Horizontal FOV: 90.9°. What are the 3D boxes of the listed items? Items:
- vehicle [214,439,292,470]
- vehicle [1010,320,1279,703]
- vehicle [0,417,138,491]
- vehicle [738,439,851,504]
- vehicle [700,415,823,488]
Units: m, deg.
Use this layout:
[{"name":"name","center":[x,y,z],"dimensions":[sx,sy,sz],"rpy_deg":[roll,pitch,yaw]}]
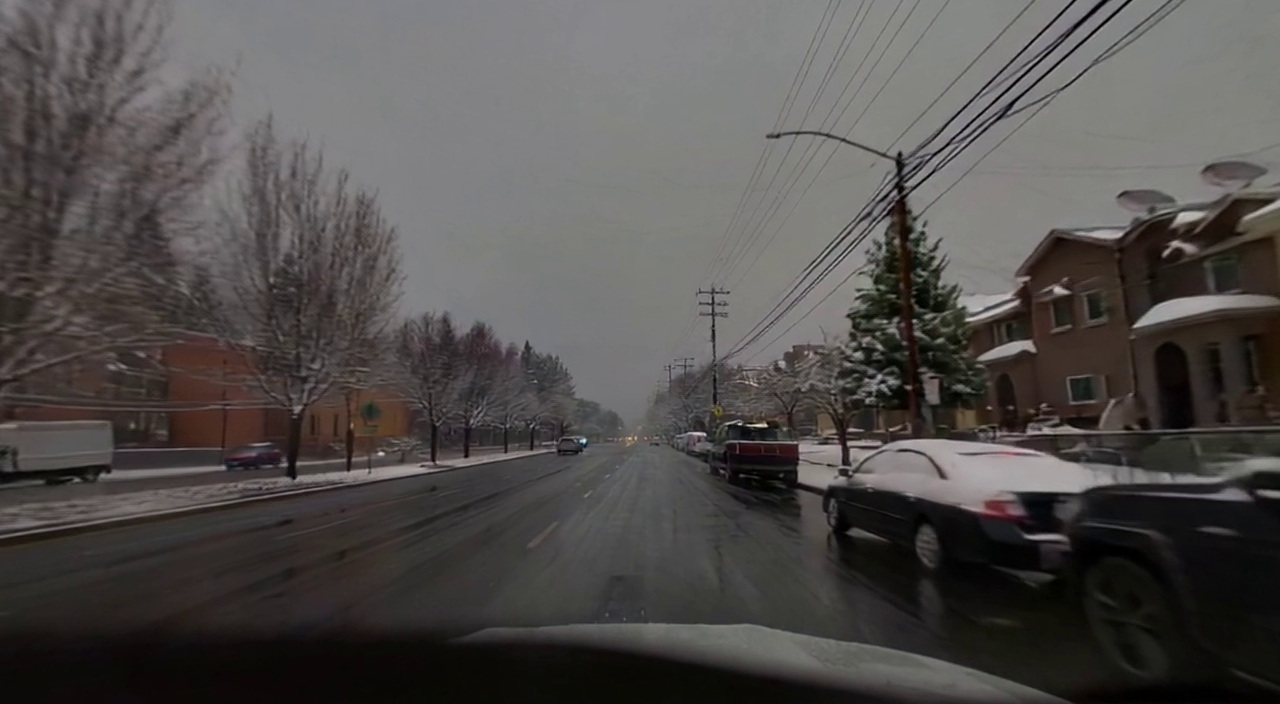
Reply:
[{"name":"vehicle","center":[-25.456,6.737,41.701],"dimensions":[2.052,1.862,4.816],"rpy_deg":[0,-8,1]},{"name":"vehicle","center":[3.482,0.688,1.679],"dimensions":[2.188,1.810,4.883],"rpy_deg":[-1,-8,3]},{"name":"vehicle","center":[-25.749,4.452,27.825],"dimensions":[2.223,2.895,5.824],"rpy_deg":[0,-8,1]},{"name":"vehicle","center":[3.462,2.717,14.670],"dimensions":[1.869,1.325,2.994],"rpy_deg":[0,-8,1]},{"name":"vehicle","center":[3.479,3.038,19.505],"dimensions":[2.546,1.897,5.717],"rpy_deg":[0,-8,-1]}]
